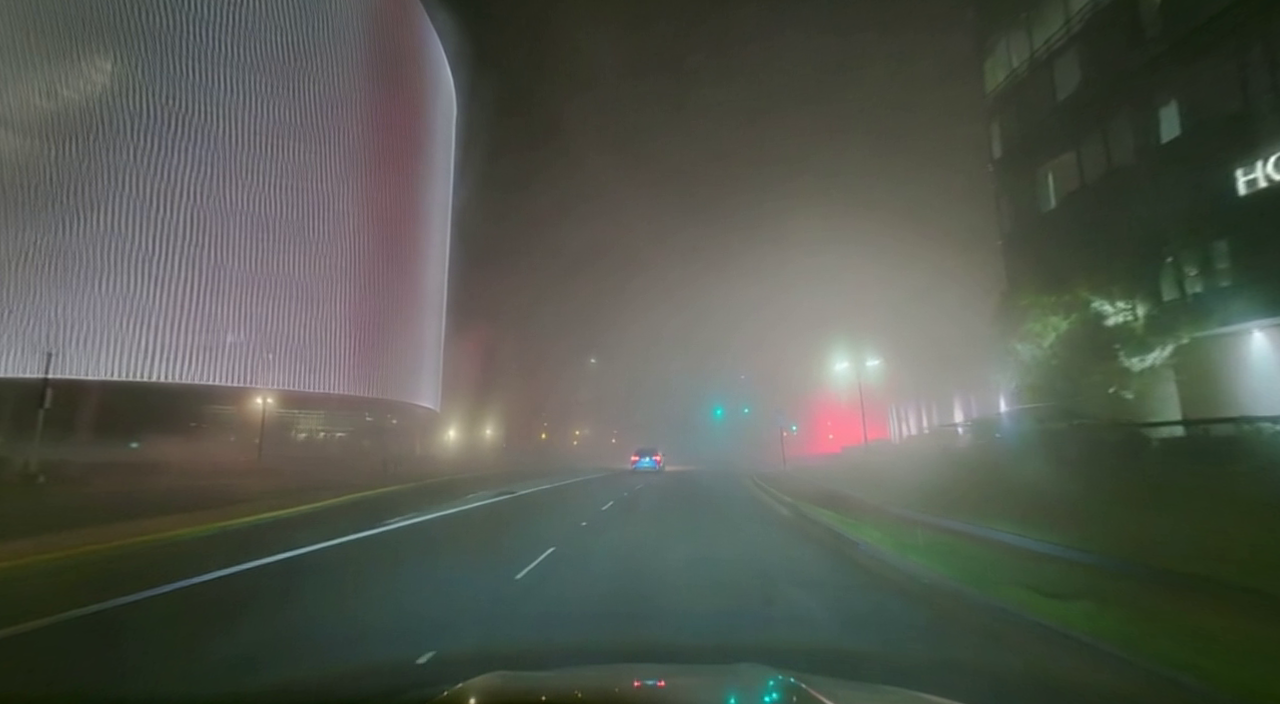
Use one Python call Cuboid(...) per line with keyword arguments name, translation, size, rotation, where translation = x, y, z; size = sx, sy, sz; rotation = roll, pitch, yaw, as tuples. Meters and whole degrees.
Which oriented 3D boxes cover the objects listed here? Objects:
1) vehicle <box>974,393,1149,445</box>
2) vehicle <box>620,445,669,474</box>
Cuboid(name="vehicle", translation=(14.653, 2.402, 22.139), size=(4.586, 1.716, 1.992), rotation=(-1, -9, 5))
Cuboid(name="vehicle", translation=(0.335, 6.030, 35.543), size=(1.971, 1.486, 4.380), rotation=(-2, -9, 11))
